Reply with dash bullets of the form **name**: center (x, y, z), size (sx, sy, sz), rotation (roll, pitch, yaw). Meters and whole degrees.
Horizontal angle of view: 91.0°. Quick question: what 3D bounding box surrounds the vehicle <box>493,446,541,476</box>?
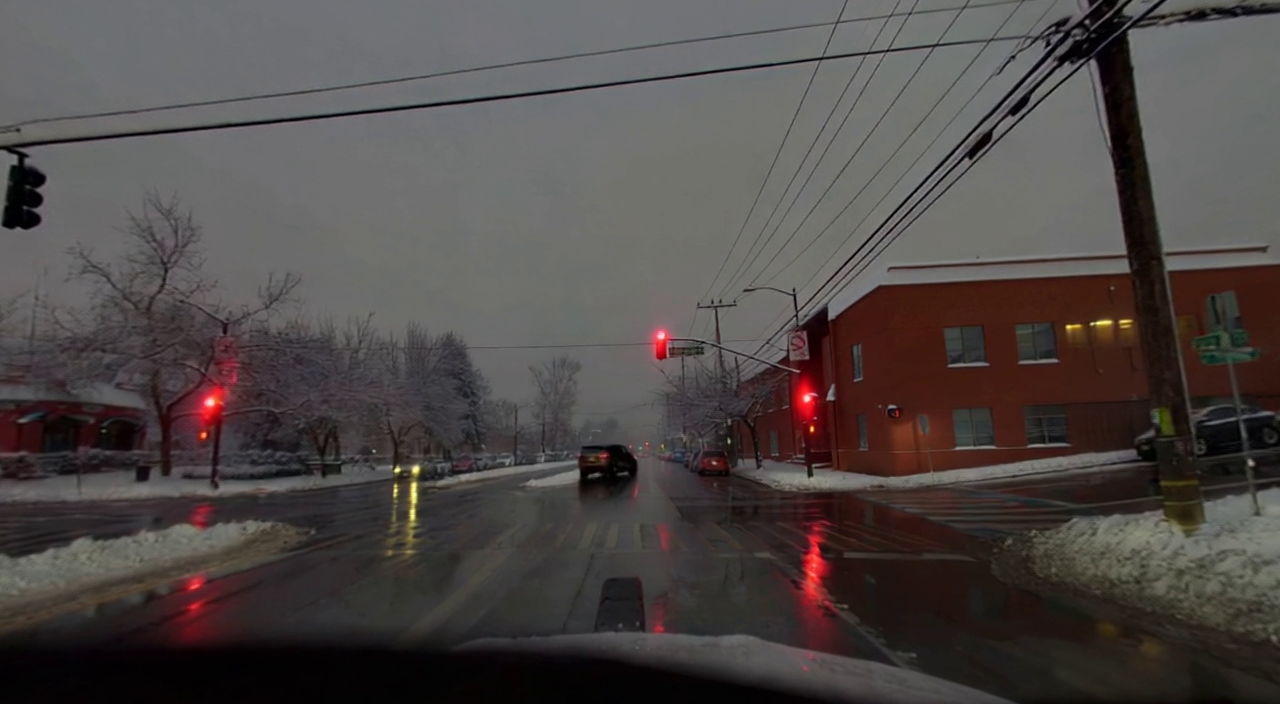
- **vehicle**: center (-8.233, 7.322, 42.621), size (2.096, 1.830, 4.752), rotation (0, -9, 2)

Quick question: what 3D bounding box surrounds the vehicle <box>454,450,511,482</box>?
- **vehicle**: center (-8.721, 6.329, 35.295), size (2.020, 1.672, 3.842), rotation (0, -9, 3)

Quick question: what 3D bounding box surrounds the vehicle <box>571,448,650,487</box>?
- **vehicle**: center (-1.311, 5.422, 29.963), size (2.120, 1.650, 4.525), rotation (-3, -9, 20)

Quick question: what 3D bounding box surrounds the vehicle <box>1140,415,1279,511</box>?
- **vehicle**: center (12.659, 2.199, 12.767), size (3.234, 1.746, 1.941), rotation (-2, -10, 1)

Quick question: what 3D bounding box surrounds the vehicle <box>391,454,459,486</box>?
- **vehicle**: center (-12.029, 6.608, 35.596), size (1.943, 1.574, 4.727), rotation (0, -9, 3)
